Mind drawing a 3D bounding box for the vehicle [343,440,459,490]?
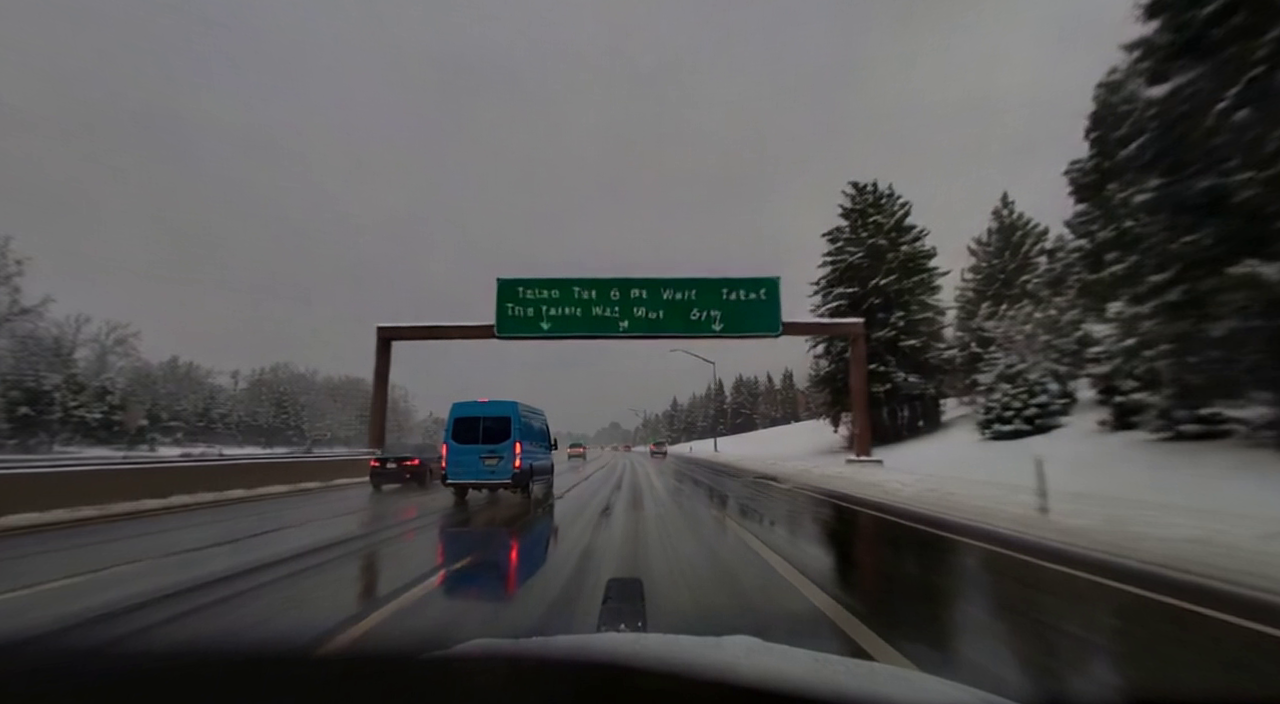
[{"bbox_3d":[-7.928,3.779,21.393,1.987,1.490,4.781,0,-9,1],"label":"vehicle"}]

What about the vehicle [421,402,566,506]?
[{"bbox_3d":[-3.491,2.608,16.335,2.372,2.248,5.393,0,-9,1],"label":"vehicle"}]
